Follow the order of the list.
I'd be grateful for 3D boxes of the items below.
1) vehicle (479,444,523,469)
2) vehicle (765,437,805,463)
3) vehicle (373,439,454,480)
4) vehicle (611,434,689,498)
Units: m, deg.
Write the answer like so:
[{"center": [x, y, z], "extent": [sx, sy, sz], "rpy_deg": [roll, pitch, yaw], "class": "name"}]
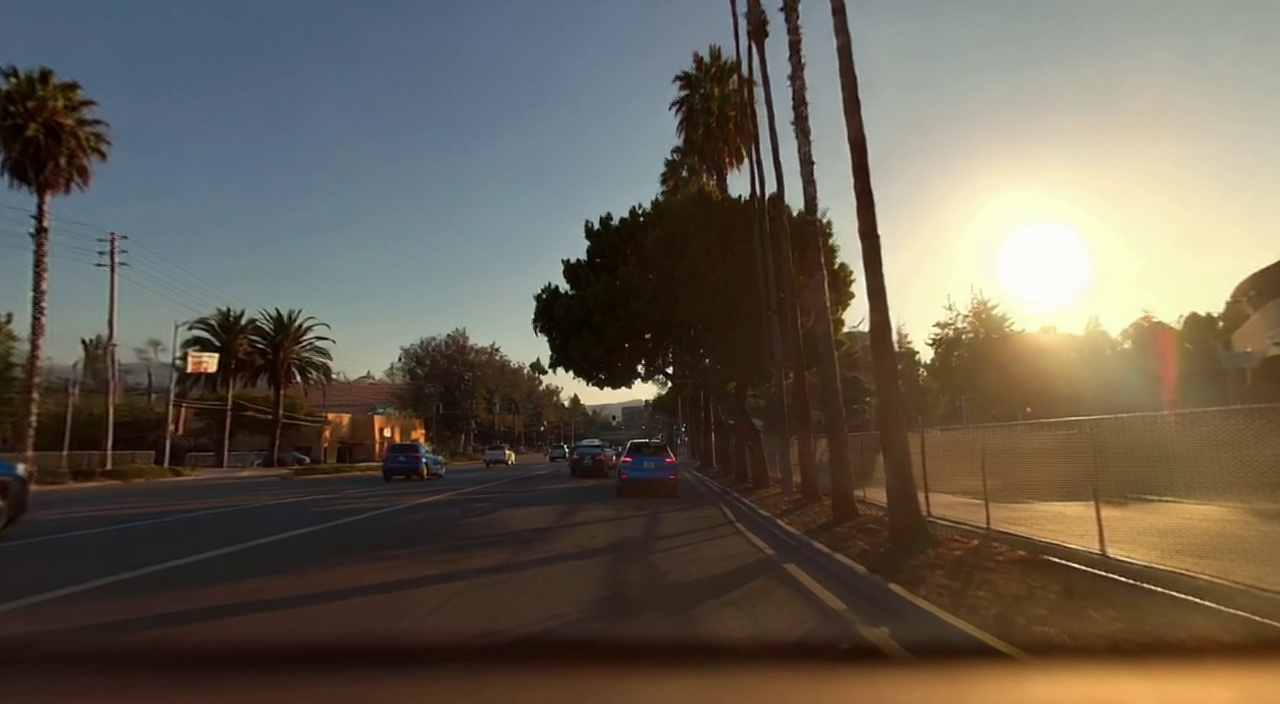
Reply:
[{"center": [-10.101, 7.613, 46.024], "extent": [1.998, 1.731, 4.952], "rpy_deg": [0, -9, 2], "class": "vehicle"}, {"center": [8.620, 5.755, 37.039], "extent": [1.837, 1.416, 3.947], "rpy_deg": [-3, -9, 19], "class": "vehicle"}, {"center": [-10.221, 4.869, 28.726], "extent": [1.965, 1.743, 4.327], "rpy_deg": [0, -9, 2], "class": "vehicle"}, {"center": [0.323, 3.374, 18.968], "extent": [2.121, 1.710, 3.893], "rpy_deg": [0, -9, 2], "class": "vehicle"}]
